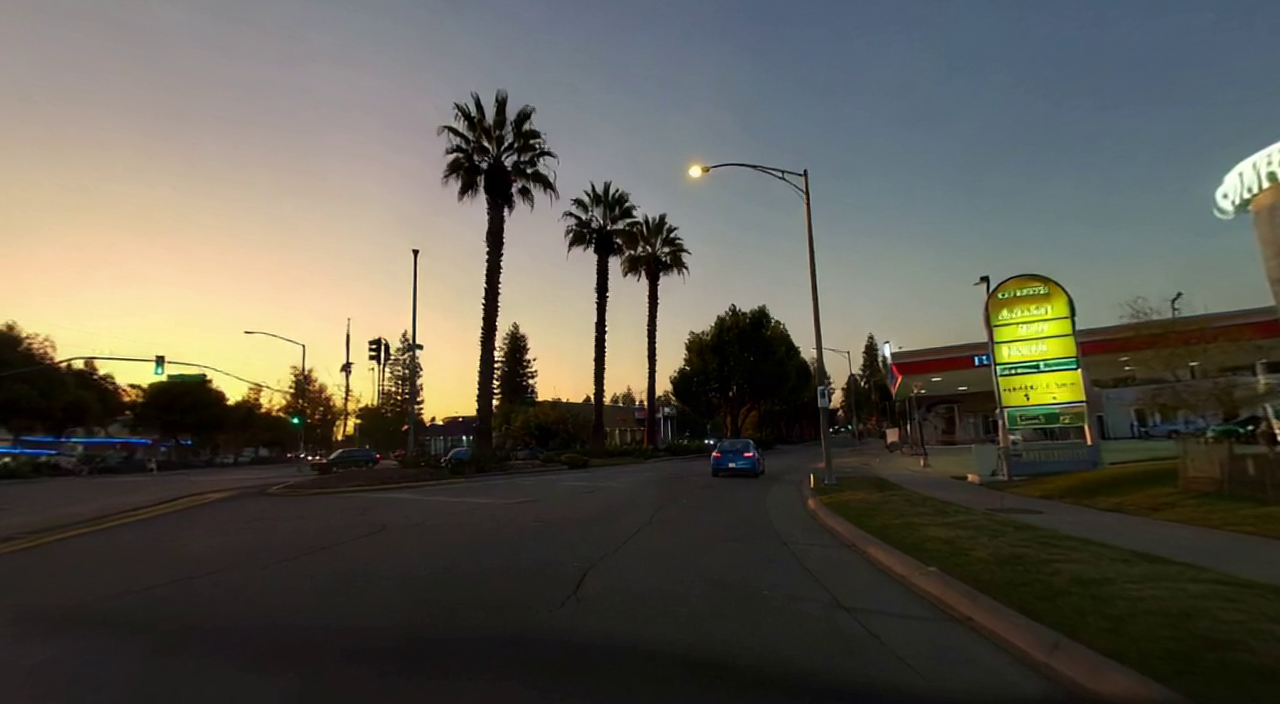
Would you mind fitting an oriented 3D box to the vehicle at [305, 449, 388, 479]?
[{"bbox_3d":[-17.348,6.616,37.427,1.884,1.651,4.330,-3,-9,20],"label":"vehicle"}]

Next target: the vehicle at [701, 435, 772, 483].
[{"bbox_3d":[3.564,3.794,22.633,2.050,1.509,4.148,-2,-9,15],"label":"vehicle"}]

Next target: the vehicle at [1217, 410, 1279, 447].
[{"bbox_3d":[35.911,4.192,35.383,4.464,1.655,2.011,-10,-15,22],"label":"vehicle"}]

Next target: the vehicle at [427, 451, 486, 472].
[{"bbox_3d":[-13.753,8.217,47.495,1.825,1.441,4.656,-3,-9,20],"label":"vehicle"}]
